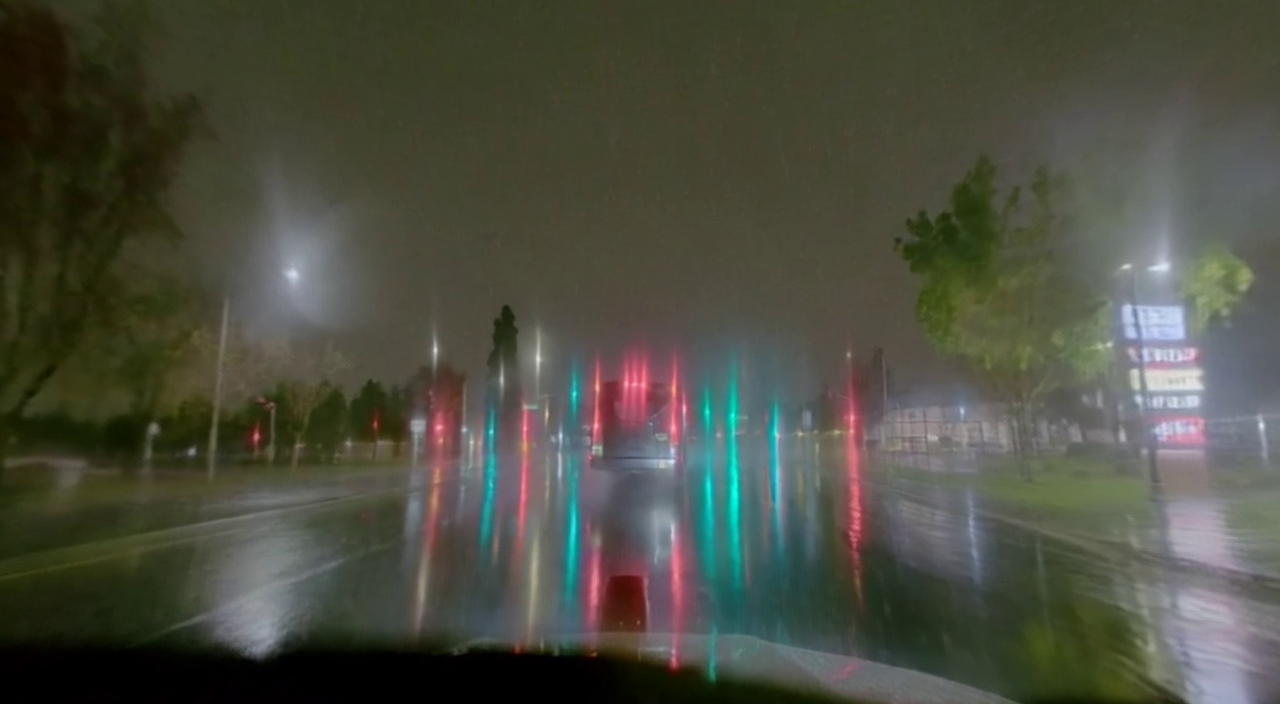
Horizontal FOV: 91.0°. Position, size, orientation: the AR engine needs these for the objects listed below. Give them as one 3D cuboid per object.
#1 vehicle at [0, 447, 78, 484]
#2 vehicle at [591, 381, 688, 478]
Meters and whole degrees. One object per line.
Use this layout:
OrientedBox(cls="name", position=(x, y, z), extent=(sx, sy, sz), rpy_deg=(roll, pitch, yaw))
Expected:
OrientedBox(cls="vehicle", position=(-28.602, 5.135, 28.320), extent=(1.798, 1.484, 4.546), rpy_deg=(-4, -8, 20))
OrientedBox(cls="vehicle", position=(0.363, 3.603, 27.905), extent=(3.031, 3.429, 11.005), rpy_deg=(-1, -9, 6))
